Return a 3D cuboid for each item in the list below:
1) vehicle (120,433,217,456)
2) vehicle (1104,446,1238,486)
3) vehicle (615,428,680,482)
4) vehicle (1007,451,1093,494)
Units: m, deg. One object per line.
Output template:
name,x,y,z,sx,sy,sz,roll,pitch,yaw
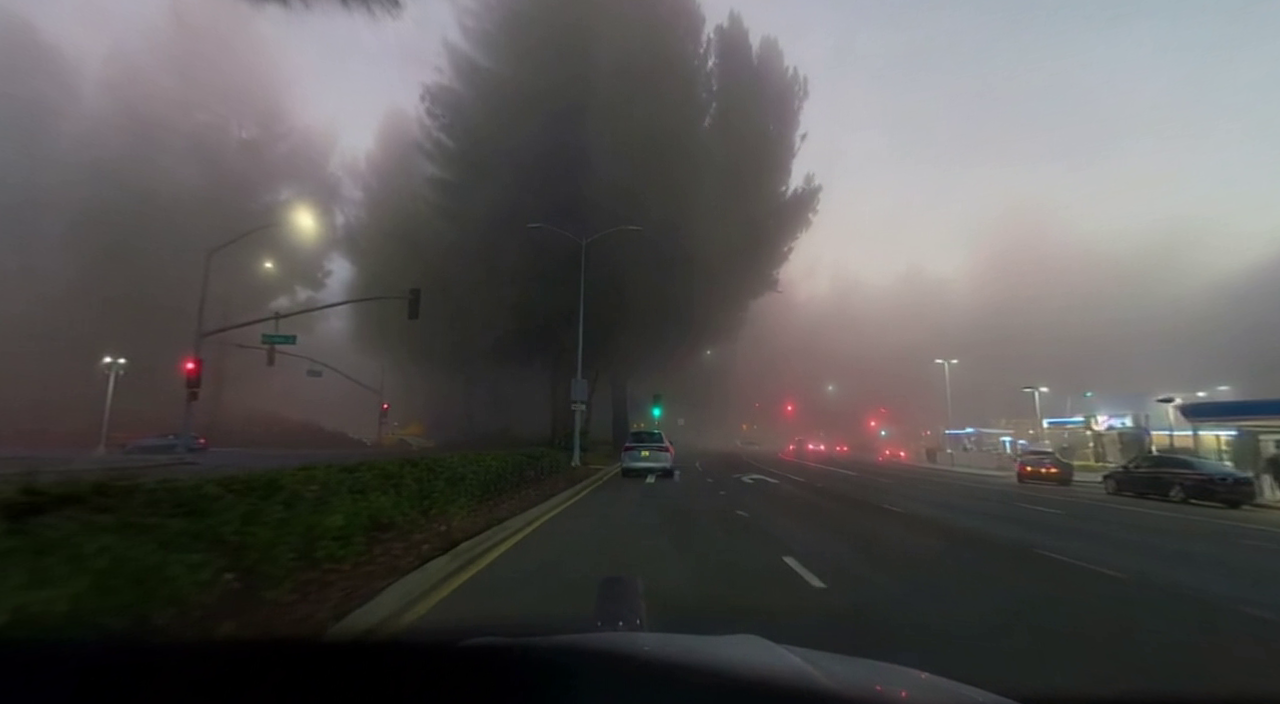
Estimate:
vehicle,-31.258,6.169,42.039,4.749,1.463,1.871,1,-9,-11
vehicle,23.080,4.934,27.543,4.331,1.604,1.858,1,-9,-7
vehicle,0.249,3.547,21.969,2.055,1.655,4.204,0,-9,1
vehicle,15.892,4.615,24.734,2.099,1.464,4.615,-4,-9,25
